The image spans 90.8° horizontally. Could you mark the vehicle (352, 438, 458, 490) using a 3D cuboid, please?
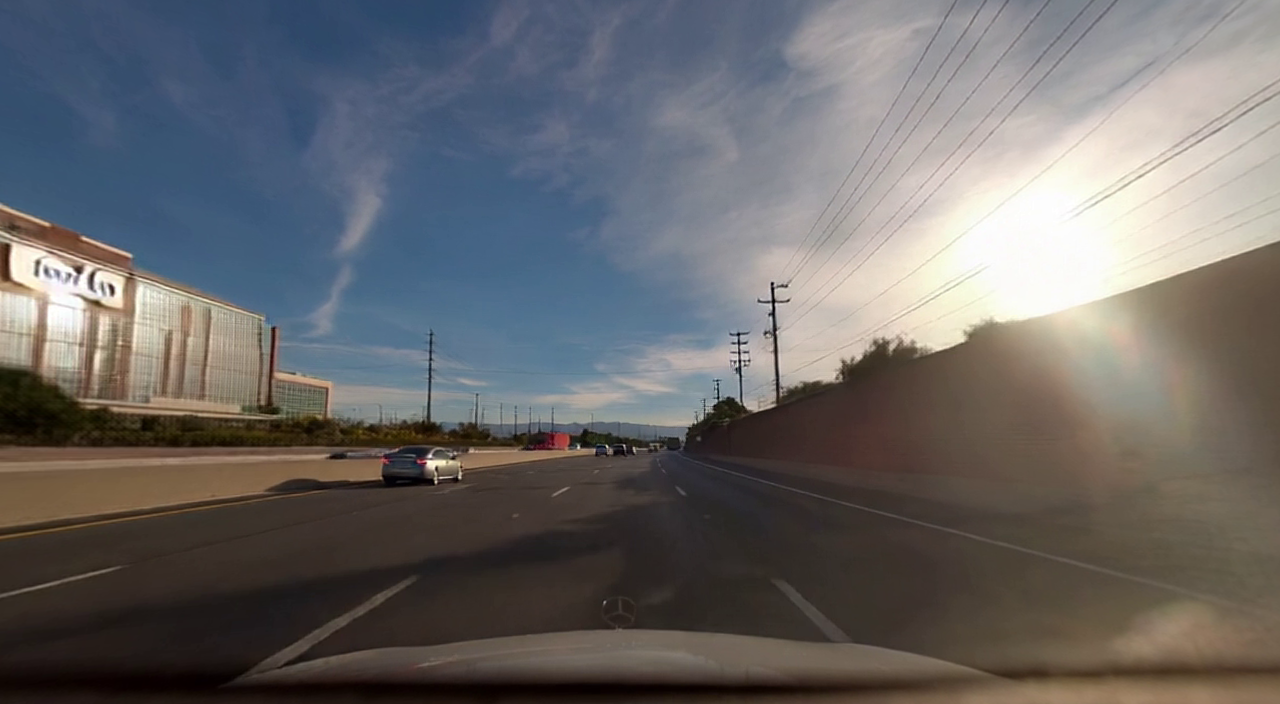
[{"bbox_3d":[-7.738,3.708,21.254,2.013,1.574,3.923,0,-8,0],"label":"vehicle"}]
